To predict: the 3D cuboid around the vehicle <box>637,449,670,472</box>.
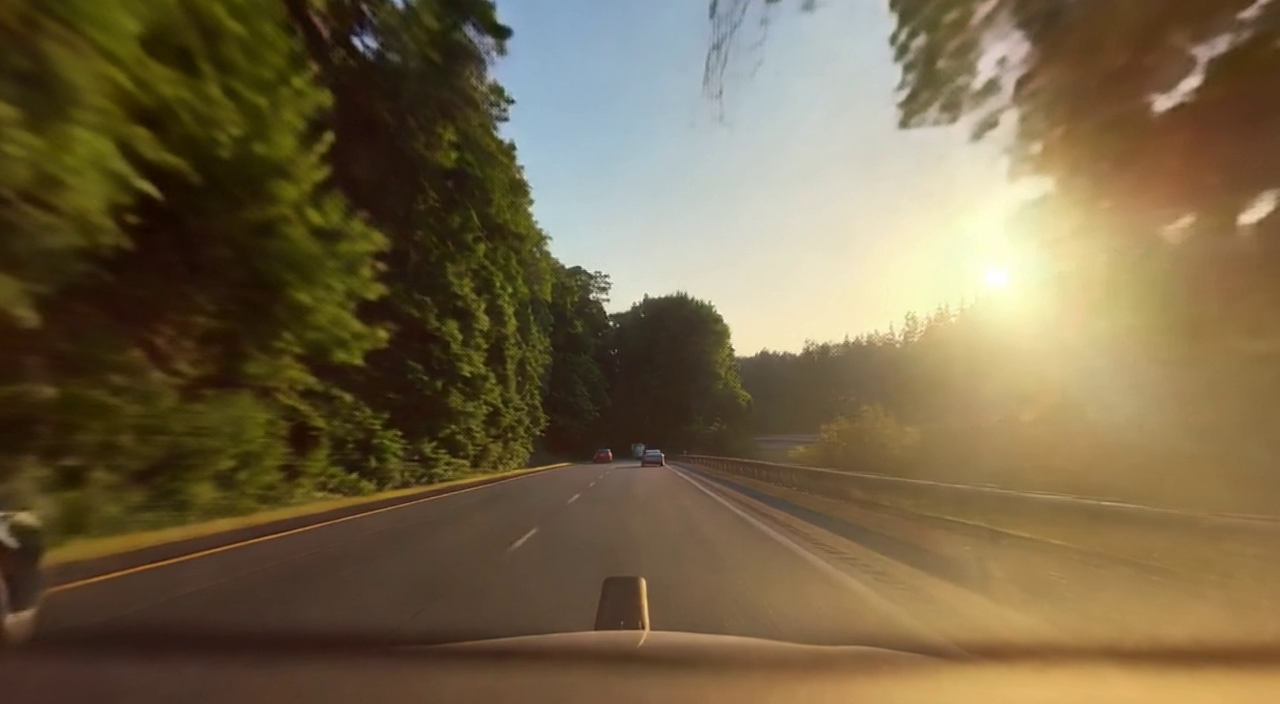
[{"bbox_3d":[0.858,7.266,42.404,2.046,1.452,4.407,0,-9,-1],"label":"vehicle"}]
